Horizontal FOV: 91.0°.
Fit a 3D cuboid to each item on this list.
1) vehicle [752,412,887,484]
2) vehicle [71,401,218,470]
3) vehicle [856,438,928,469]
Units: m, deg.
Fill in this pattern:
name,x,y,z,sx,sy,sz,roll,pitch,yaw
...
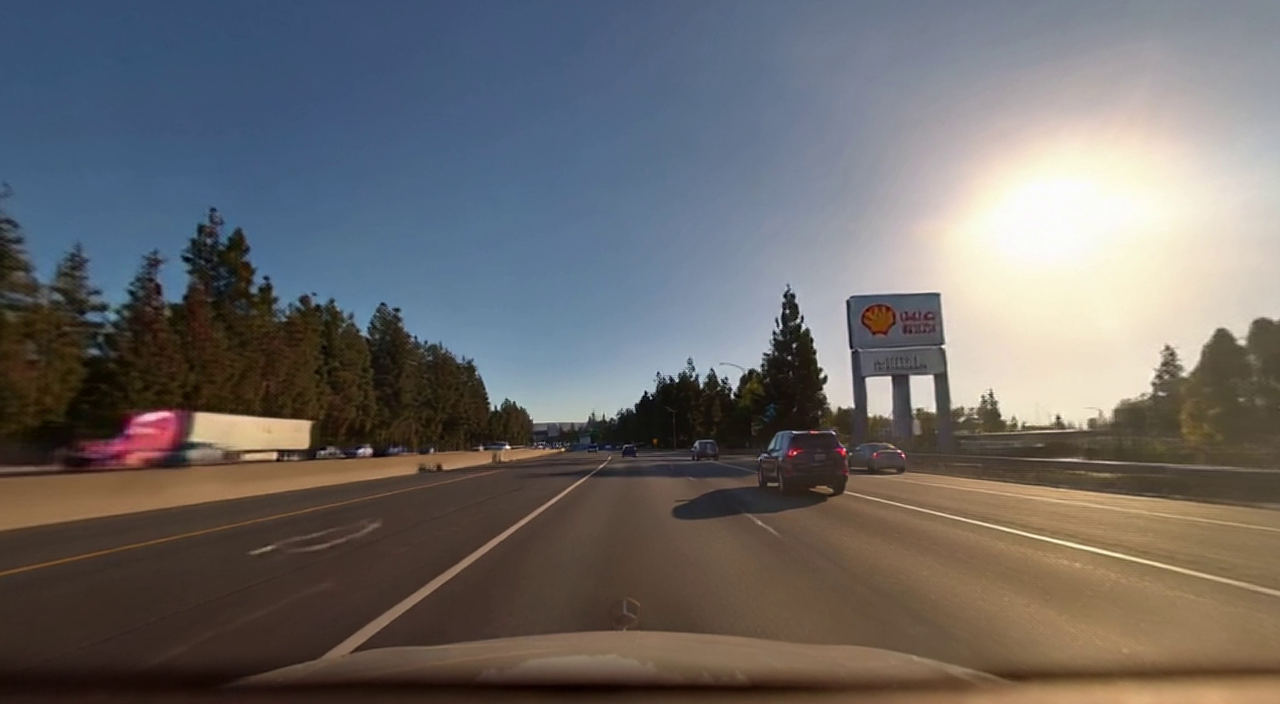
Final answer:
name,x,y,z,sx,sy,sz,roll,pitch,yaw
vehicle,6.608,3.741,24.720,2.779,2.339,8.073,0,-8,-1
vehicle,-32.233,5.569,41.546,3.052,4.072,8.144,0,-8,-2
vehicle,13.907,5.632,35.074,2.072,1.611,4.387,0,-8,-2
